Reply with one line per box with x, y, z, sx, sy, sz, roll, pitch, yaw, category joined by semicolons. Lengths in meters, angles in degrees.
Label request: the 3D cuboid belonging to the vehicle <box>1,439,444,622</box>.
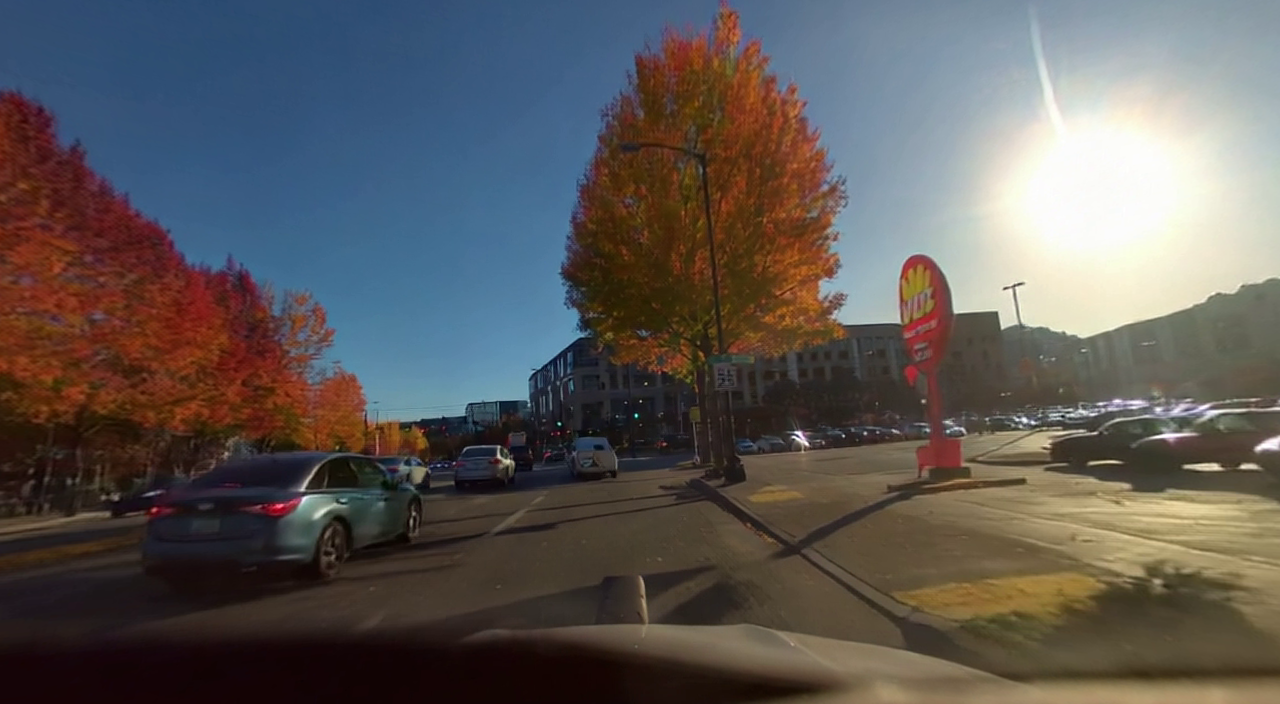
-4.358;1.919;8.039;2.090;1.506;5.326;1;-9;-1;vehicle

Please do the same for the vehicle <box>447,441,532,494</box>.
-4.881;3.800;21.131;1.974;1.549;4.603;1;-9;-4;vehicle

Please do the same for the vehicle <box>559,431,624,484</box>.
-1.823;3.838;23.106;2.144;1.704;4.028;1;-9;-6;vehicle
